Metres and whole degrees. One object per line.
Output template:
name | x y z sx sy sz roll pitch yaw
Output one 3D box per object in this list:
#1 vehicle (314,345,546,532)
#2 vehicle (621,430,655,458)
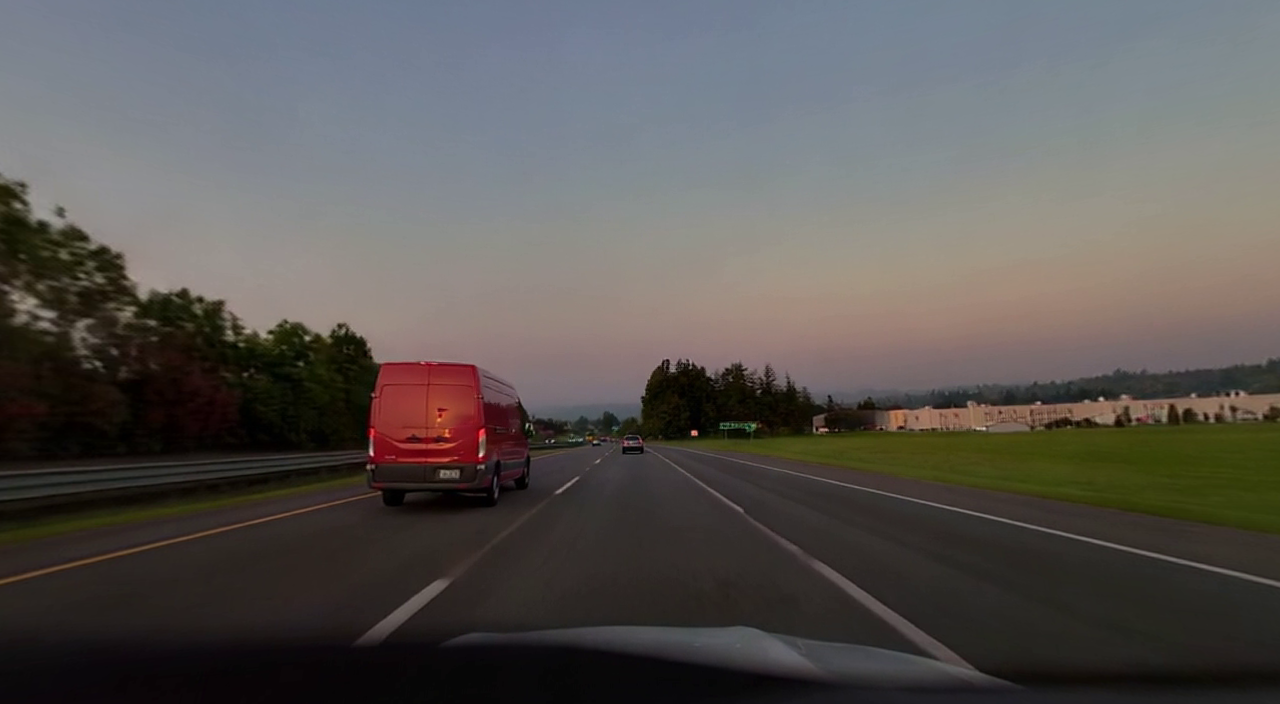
vehicle | -3.345 1.578 11.726 2.424 2.577 5.828 0 -8 -2
vehicle | -0.177 5.911 40.668 2.104 1.646 4.176 0 -8 -1
